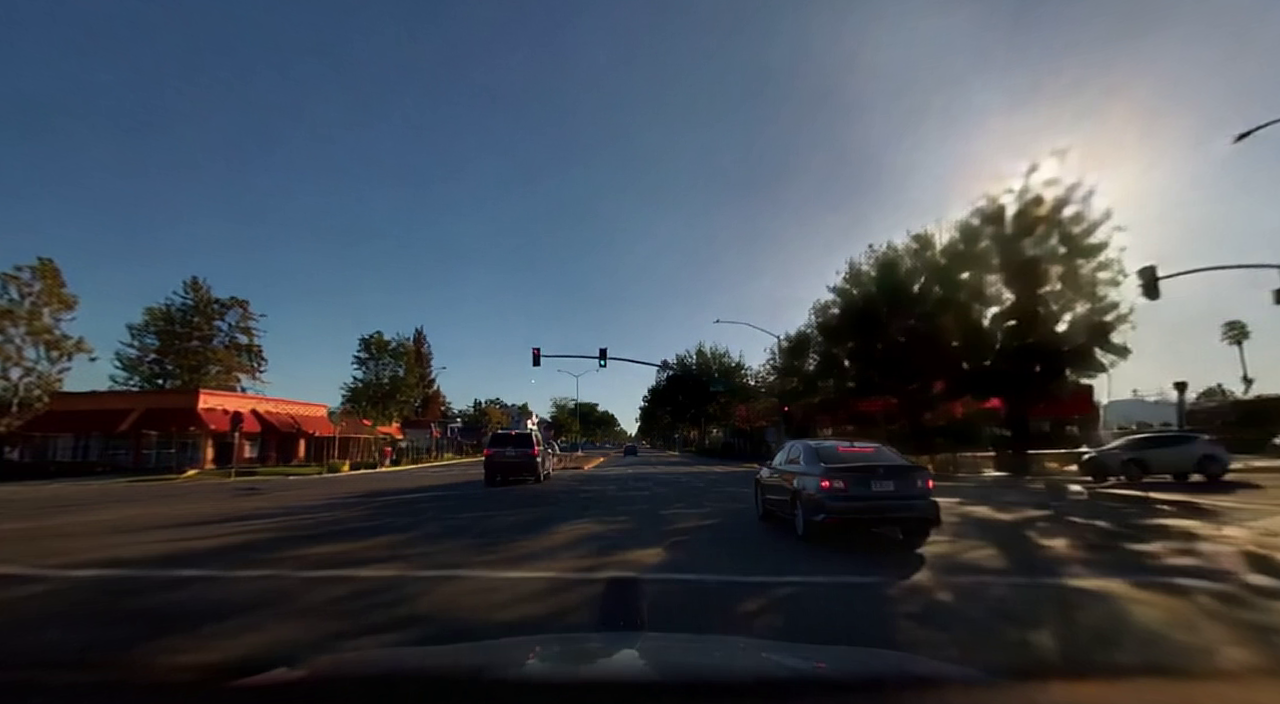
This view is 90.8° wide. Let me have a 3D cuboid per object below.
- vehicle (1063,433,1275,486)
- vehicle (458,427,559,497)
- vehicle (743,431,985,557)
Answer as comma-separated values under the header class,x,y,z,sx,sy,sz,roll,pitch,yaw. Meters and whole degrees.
class,x,y,z,sx,sy,sz,roll,pitch,yaw
vehicle,20.029,4.095,24.173,5.886,1.798,2.407,-1,-9,0
vehicle,-3.734,3.228,18.841,1.997,1.806,4.500,0,-9,0
vehicle,3.115,2.085,10.115,1.975,1.502,4.787,0,-9,-2
